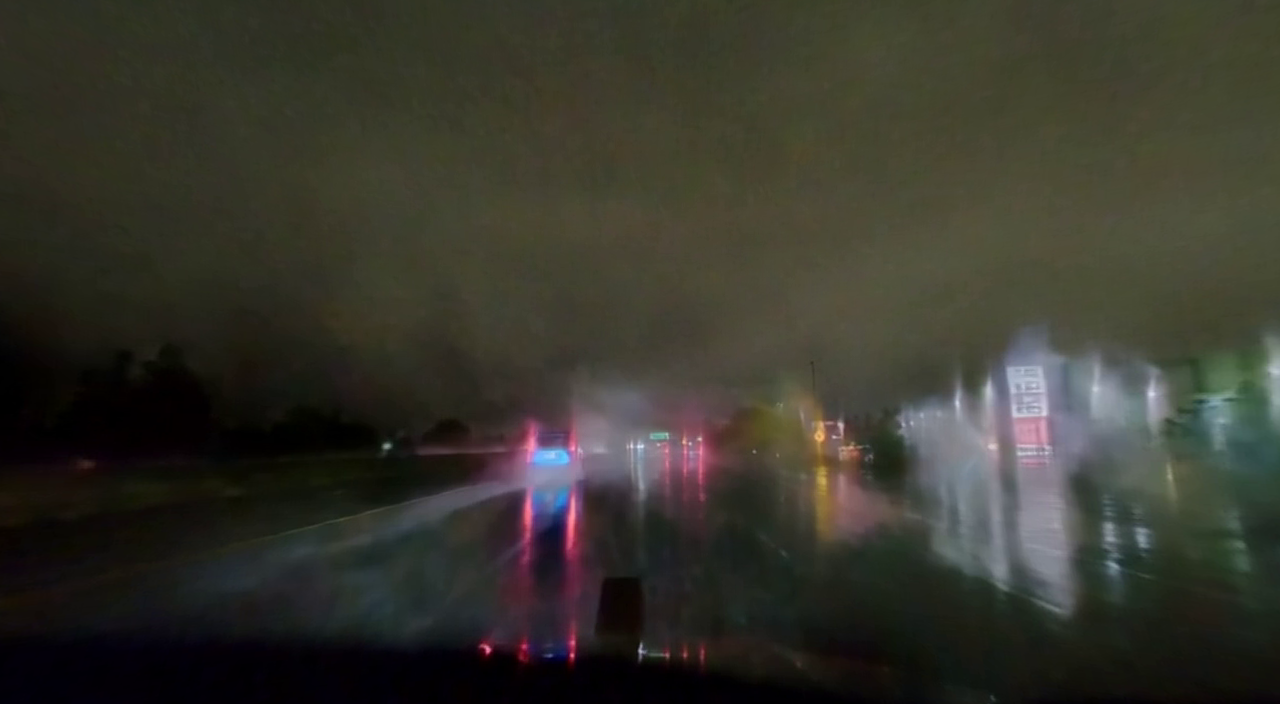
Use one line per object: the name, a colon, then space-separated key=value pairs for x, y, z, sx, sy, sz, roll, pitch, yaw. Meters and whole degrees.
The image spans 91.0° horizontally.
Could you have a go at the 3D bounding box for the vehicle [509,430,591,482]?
vehicle: x=-3.626 y=4.356 z=26.723 sx=2.431 sy=1.928 sz=5.760 roll=0 pitch=-9 yaw=2

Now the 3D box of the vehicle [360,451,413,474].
vehicle: x=-18.635 y=8.095 z=46.432 sx=1.912 sy=1.534 sz=4.514 roll=0 pitch=-9 yaw=1
